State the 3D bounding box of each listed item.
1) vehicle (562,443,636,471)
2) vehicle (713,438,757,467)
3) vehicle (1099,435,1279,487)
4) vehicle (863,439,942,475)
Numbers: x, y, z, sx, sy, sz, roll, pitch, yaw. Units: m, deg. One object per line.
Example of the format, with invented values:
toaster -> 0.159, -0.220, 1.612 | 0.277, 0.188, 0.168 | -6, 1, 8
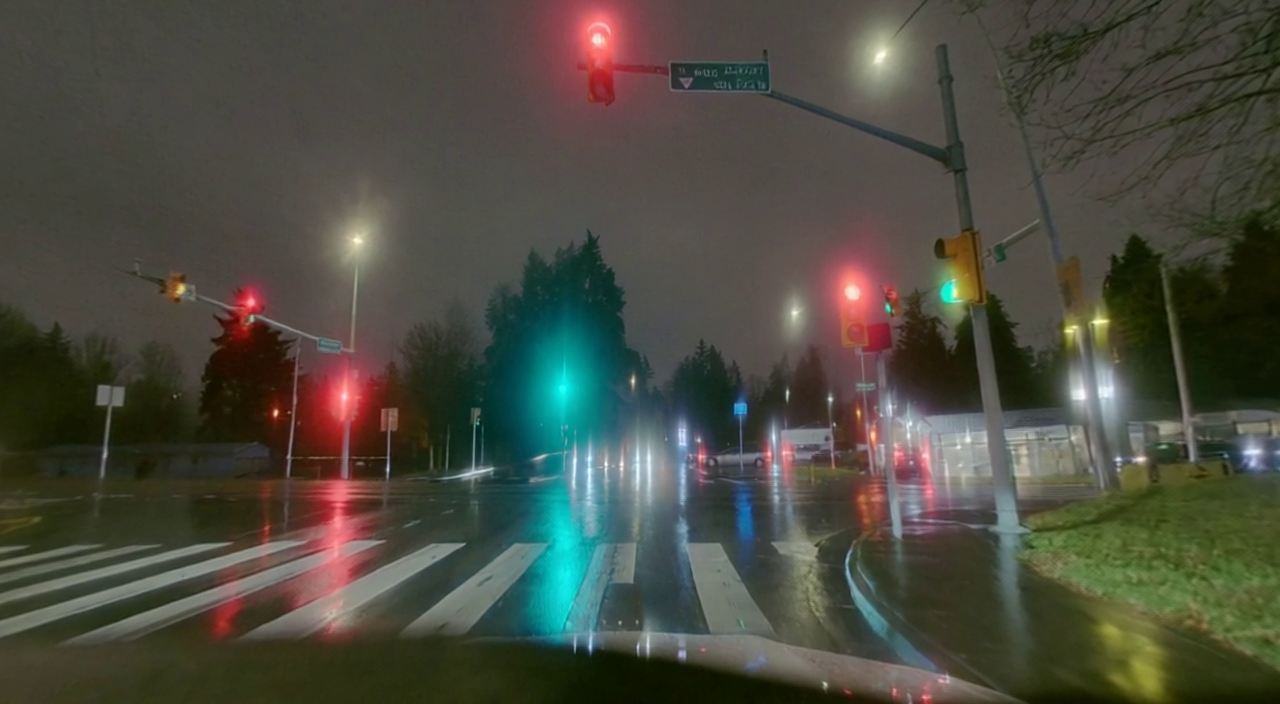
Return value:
vehicle -> -2.453, 6.201, 37.465 | 3.991, 1.526, 1.868 | -5, -9, 31
vehicle -> 6.886, 7.292, 46.017 | 1.491, 2.041, 2.964 | 6, -10, -34
vehicle -> 16.808, 3.332, 19.421 | 3.876, 1.512, 1.784 | 0, -8, -1
vehicle -> 12.422, 5.051, 30.110 | 1.922, 1.529, 3.964 | 0, -12, -1
